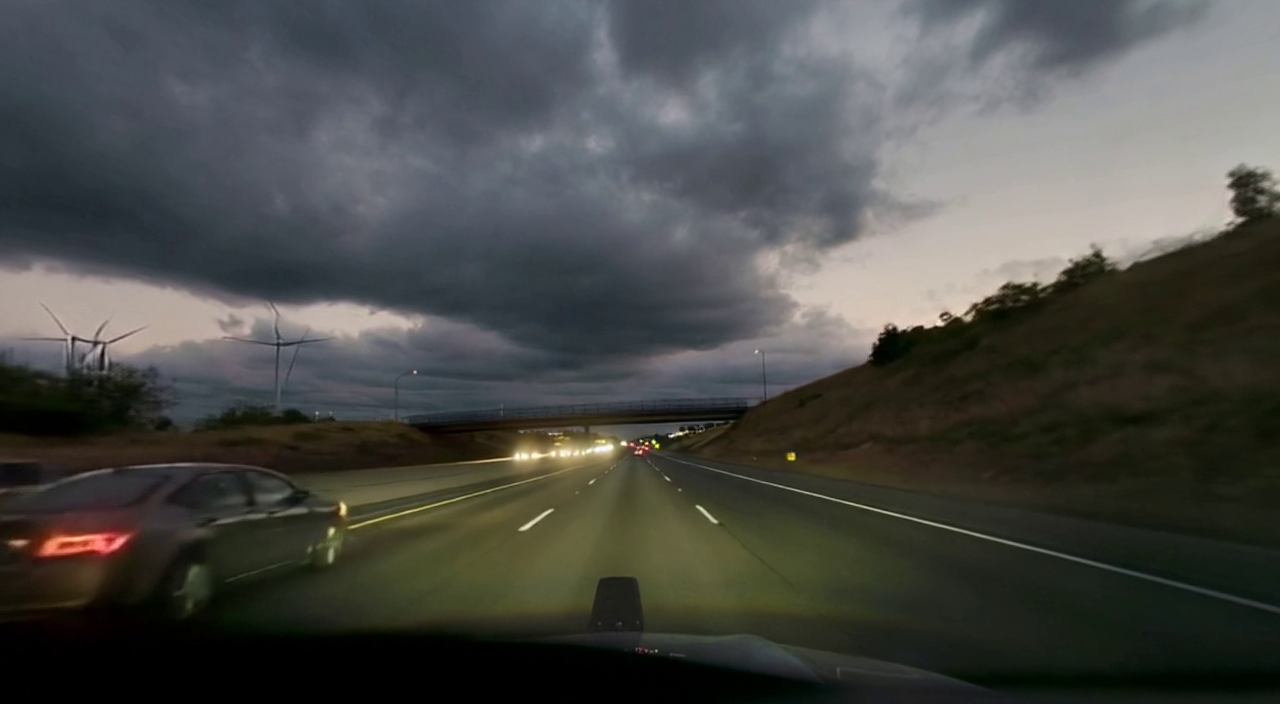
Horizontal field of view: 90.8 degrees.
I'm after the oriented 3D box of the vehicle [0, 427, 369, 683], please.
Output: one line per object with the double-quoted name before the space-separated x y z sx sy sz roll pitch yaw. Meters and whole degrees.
"vehicle" -4.384 1.514 5.820 1.921 1.481 4.120 0 -9 0
